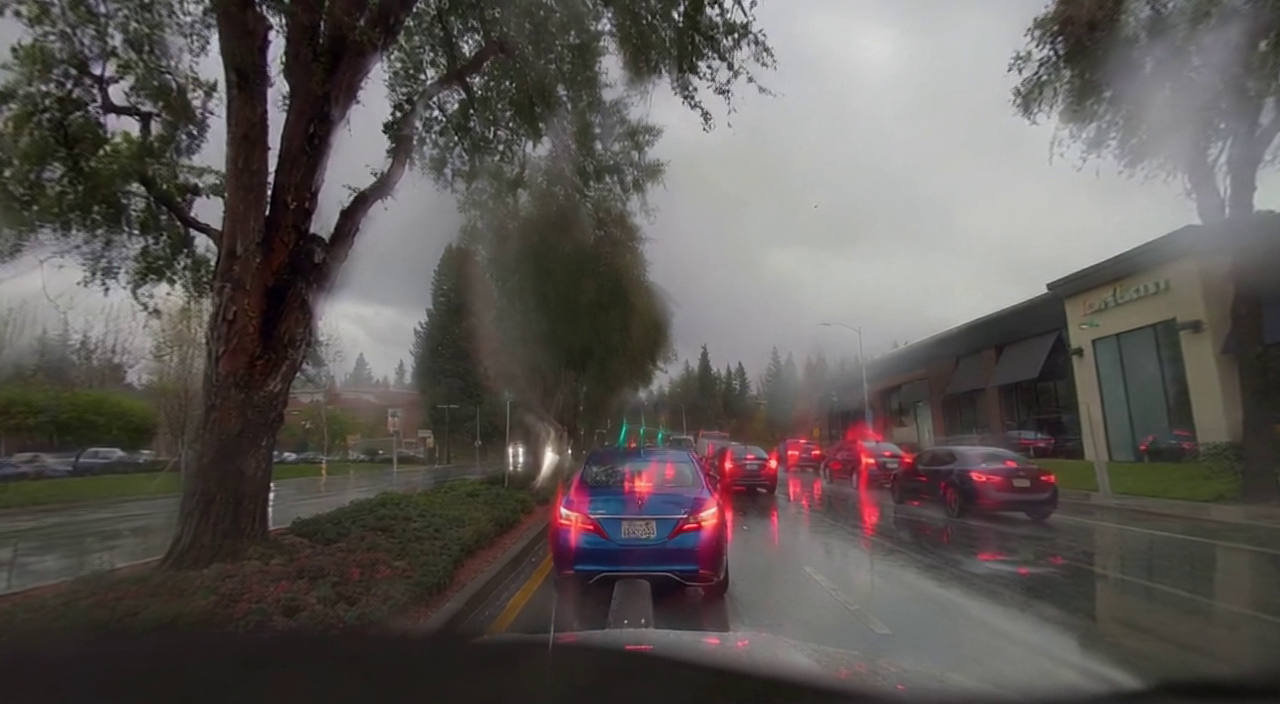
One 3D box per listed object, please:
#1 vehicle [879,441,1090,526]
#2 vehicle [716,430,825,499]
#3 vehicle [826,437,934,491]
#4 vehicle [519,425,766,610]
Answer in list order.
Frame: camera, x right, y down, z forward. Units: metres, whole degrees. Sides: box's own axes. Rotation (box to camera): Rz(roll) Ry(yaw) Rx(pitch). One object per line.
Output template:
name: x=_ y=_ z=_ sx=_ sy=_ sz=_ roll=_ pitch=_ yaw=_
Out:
vehicle: x=6.869 y=2.626 z=13.255 sx=1.911 sy=1.468 sz=4.417 roll=0 pitch=-8 yaw=0
vehicle: x=3.625 y=3.229 z=18.485 sx=2.114 sy=1.736 sz=4.553 roll=0 pitch=-8 yaw=-1
vehicle: x=7.968 y=3.739 z=21.425 sx=1.963 sy=1.637 sz=4.527 roll=0 pitch=-8 yaw=1
vehicle: x=-0.015 y=1.653 z=7.319 sx=1.977 sy=1.465 sz=4.376 roll=0 pitch=-8 yaw=-1
